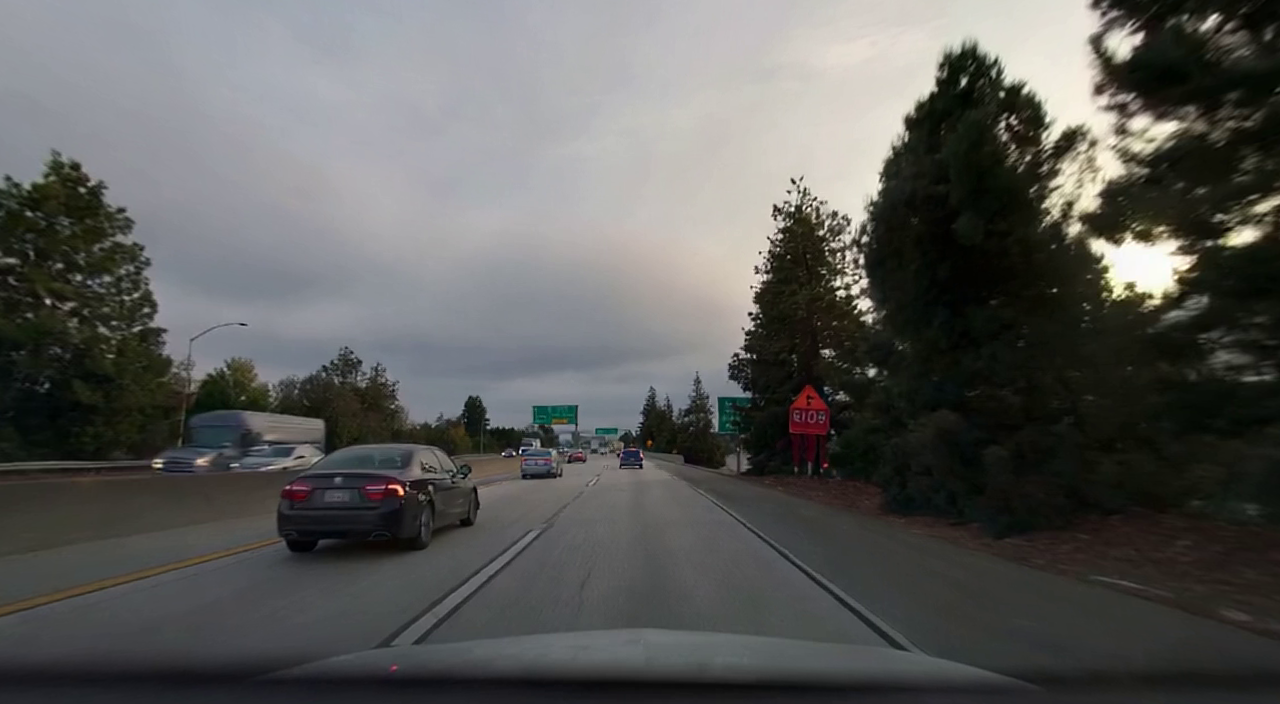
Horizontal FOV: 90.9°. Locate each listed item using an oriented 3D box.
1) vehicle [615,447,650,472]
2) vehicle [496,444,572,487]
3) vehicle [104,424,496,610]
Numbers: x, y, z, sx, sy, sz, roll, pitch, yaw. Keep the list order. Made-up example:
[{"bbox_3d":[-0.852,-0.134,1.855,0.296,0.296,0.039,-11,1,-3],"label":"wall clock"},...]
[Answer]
[{"bbox_3d":[-0.494,6.752,39.910,2.100,1.471,3.956,0,-8,-1],"label":"vehicle"},{"bbox_3d":[-3.873,4.234,23.934,2.107,1.453,4.462,0,-8,0],"label":"vehicle"},{"bbox_3d":[-3.329,1.692,7.519,2.067,1.509,4.551,0,-8,1],"label":"vehicle"}]
